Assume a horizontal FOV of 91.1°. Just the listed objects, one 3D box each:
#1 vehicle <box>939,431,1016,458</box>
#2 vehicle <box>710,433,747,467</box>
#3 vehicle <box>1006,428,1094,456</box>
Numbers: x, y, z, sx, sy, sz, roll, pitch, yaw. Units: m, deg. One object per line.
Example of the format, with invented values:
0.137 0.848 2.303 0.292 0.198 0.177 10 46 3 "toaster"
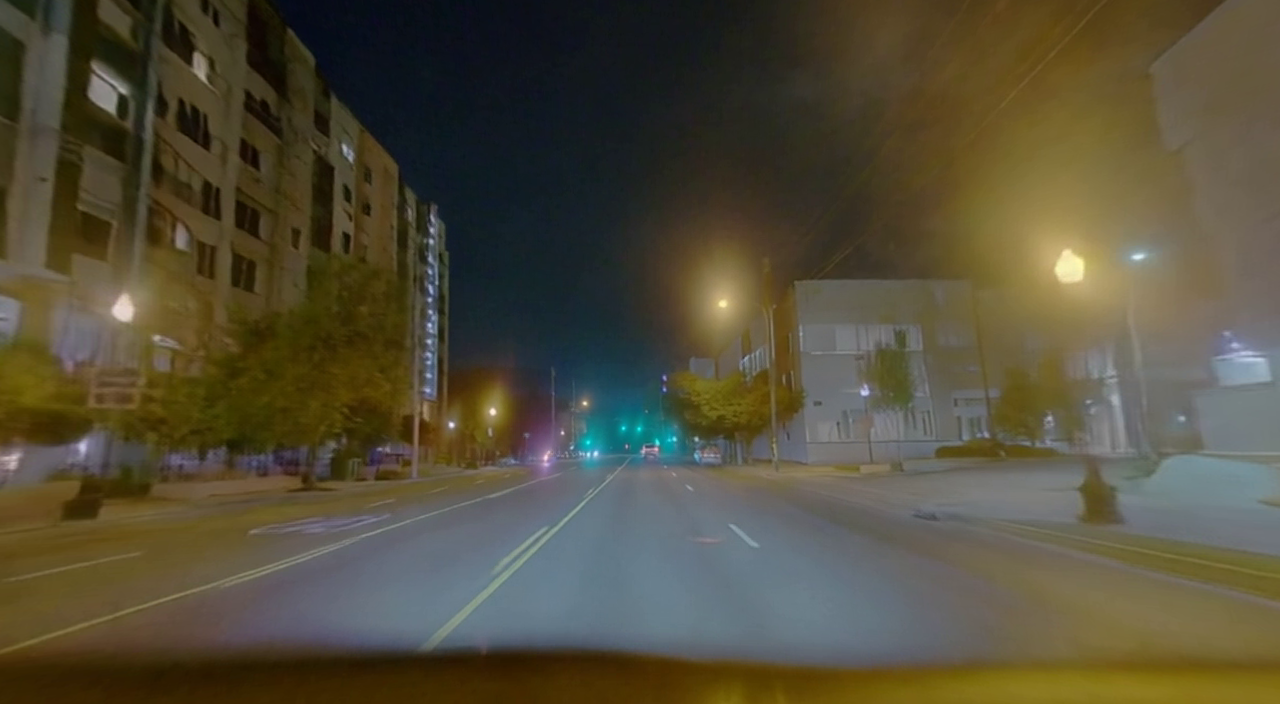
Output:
24.709 6.807 46.119 2.005 1.861 4.478 4 -10 -27 "vehicle"
6.566 7.284 46.865 2.021 2.433 3.088 0 -8 -5 "vehicle"
32.380 7.209 49.779 2.097 1.894 5.338 1 -10 -26 "vehicle"
